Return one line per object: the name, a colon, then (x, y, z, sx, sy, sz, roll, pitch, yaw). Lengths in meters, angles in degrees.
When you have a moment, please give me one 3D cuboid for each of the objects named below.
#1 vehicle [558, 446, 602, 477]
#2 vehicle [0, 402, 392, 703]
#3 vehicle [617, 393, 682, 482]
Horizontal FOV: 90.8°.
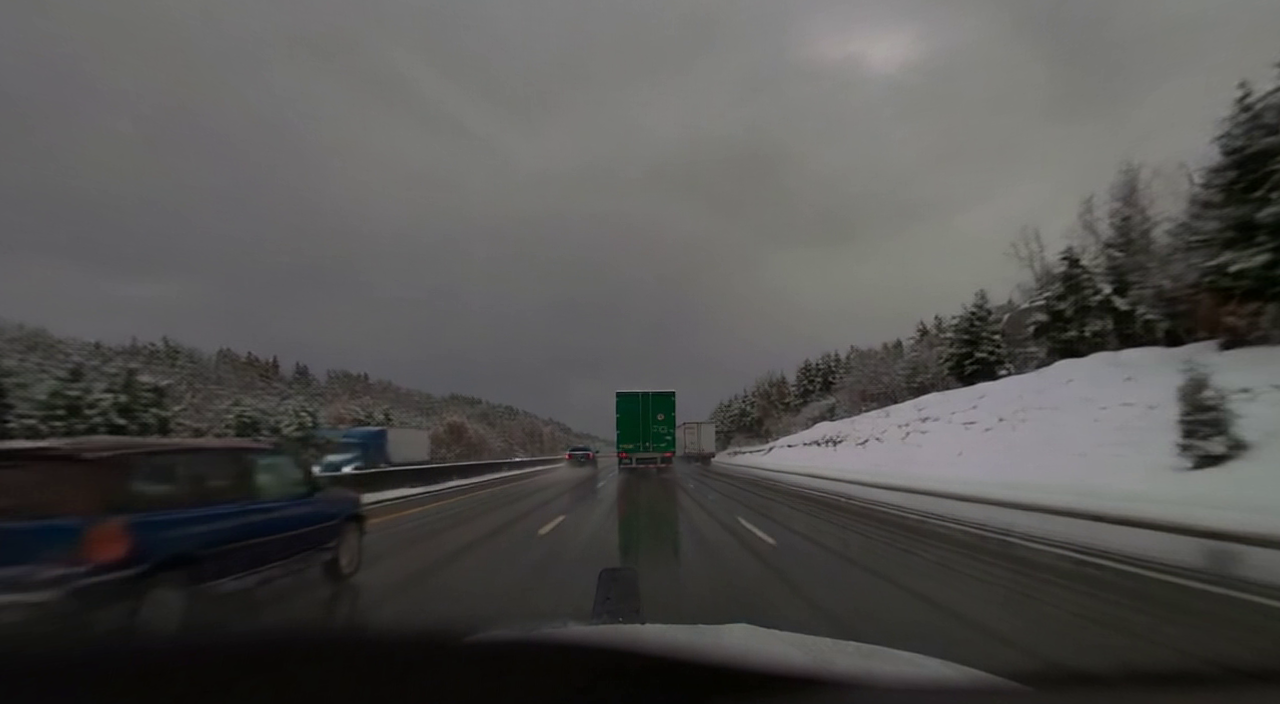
vehicle: (-3.418, 6.354, 36.872, 2.173, 1.657, 4.401, 0, -9, -1)
vehicle: (-3.736, 1.293, 4.732, 2.050, 1.517, 3.996, 0, -9, 1)
vehicle: (0.391, 4.753, 34.299, 2.932, 4.042, 11.054, 0, -9, 0)
